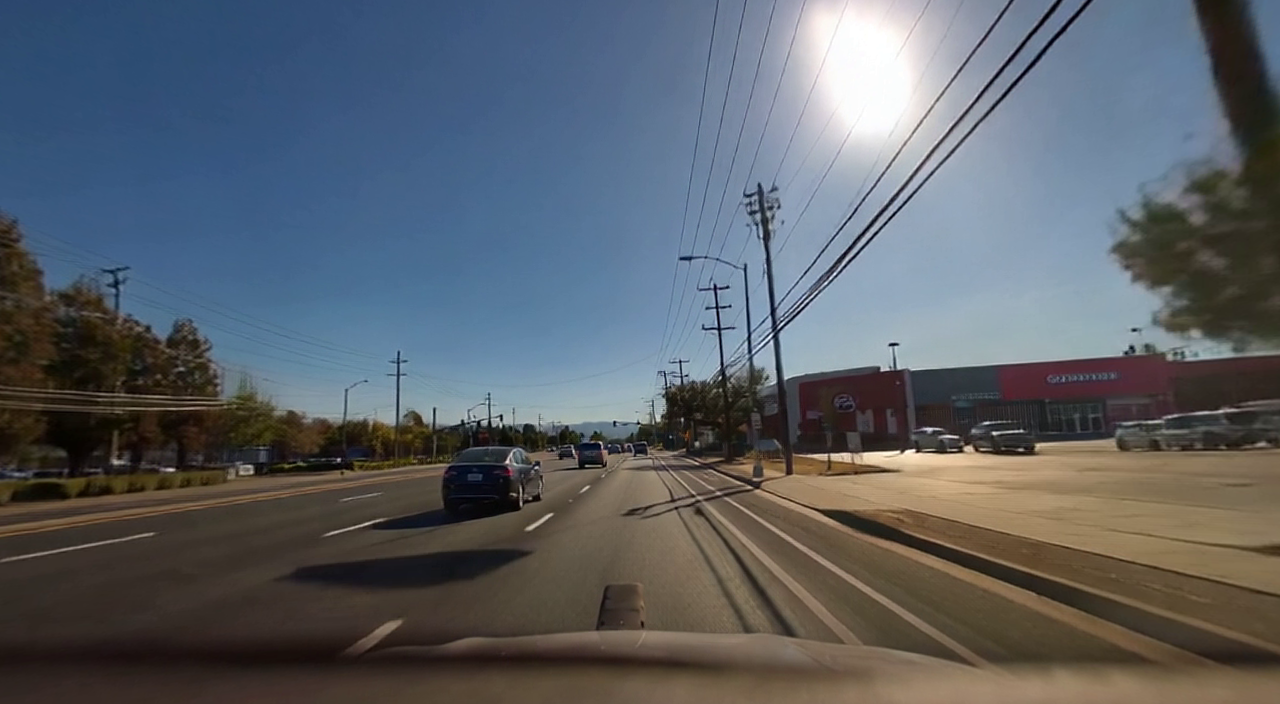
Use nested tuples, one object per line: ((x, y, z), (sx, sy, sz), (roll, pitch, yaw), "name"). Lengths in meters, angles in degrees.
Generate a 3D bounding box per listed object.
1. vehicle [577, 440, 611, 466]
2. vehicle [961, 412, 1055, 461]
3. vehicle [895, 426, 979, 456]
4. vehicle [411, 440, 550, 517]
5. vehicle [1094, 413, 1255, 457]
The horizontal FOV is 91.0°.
((-3.194, 7.108, 44.555), (2.087, 1.736, 4.311), (0, -9, 1), "vehicle")
((16.721, 3.796, 28.518), (4.319, 1.812, 2.020), (2, -10, -38), "vehicle")
((16.652, 5.021, 35.286), (4.497, 1.548, 1.997), (5, -10, -30), "vehicle")
((-3.446, 2.826, 14.610), (1.942, 1.469, 4.426), (0, -9, 2), "vehicle")
((19.946, 3.162, 23.852), (1.865, 1.498, 4.827), (0, -8, 0), "vehicle")
